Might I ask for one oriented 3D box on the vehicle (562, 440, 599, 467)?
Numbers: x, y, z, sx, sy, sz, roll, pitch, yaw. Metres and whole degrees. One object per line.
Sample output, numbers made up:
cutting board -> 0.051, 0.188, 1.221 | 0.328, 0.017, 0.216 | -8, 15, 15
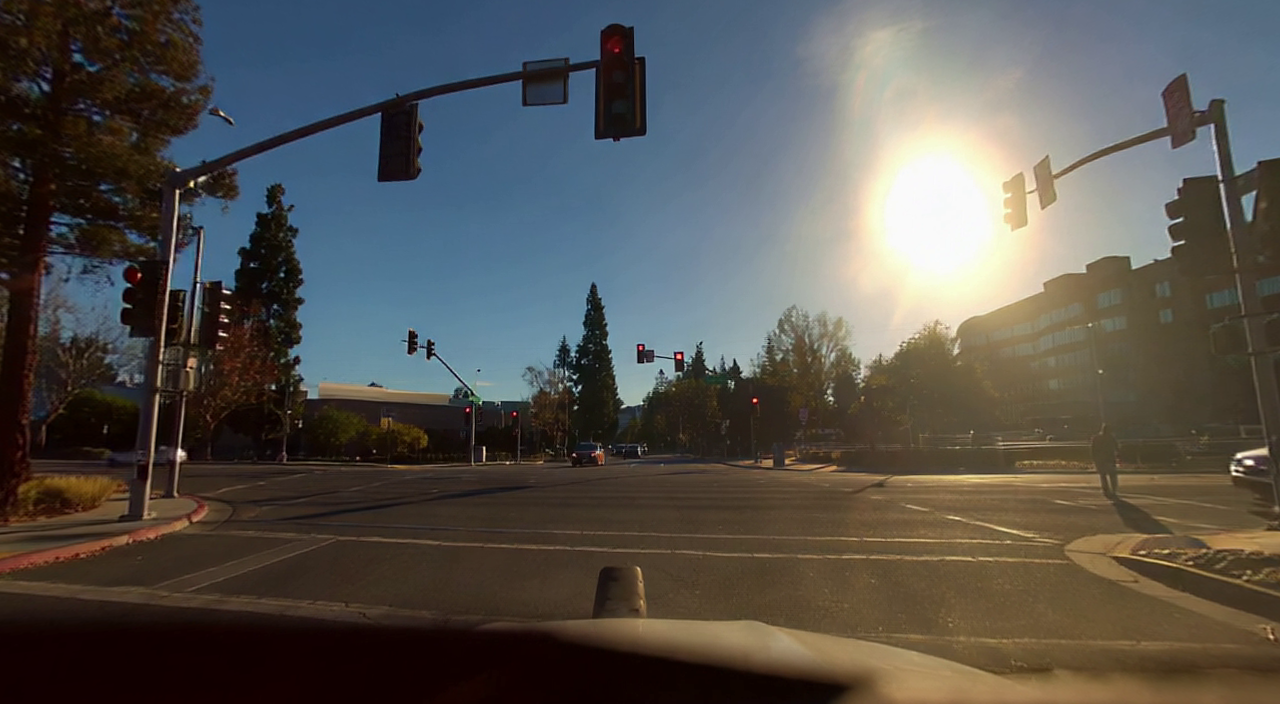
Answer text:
vehicle -> -4.110, 7.103, 44.264 | 2.251, 1.756, 4.610 | 0, -9, -1

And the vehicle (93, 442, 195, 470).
vehicle -> -27.760, 5.828, 35.410 | 4.588, 1.484, 2.000 | -3, -9, 15

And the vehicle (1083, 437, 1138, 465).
vehicle -> 26.965, 5.655, 36.147 | 2.092, 1.474, 4.046 | -8, -11, 41

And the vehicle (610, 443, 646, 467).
vehicle -> -0.867, 6.846, 42.099 | 2.056, 1.492, 3.937 | 1, -9, -6
